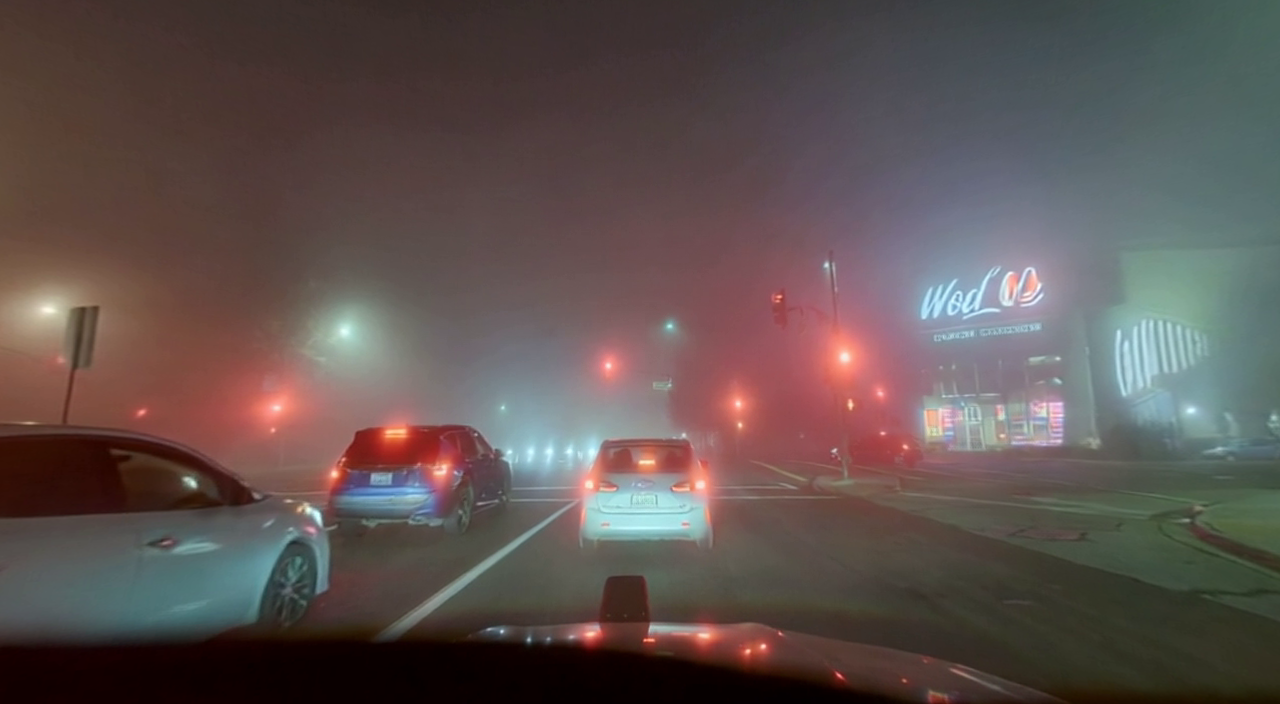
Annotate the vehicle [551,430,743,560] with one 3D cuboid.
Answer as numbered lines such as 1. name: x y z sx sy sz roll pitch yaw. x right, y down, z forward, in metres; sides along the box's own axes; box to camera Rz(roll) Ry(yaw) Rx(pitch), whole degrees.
1. vehicle: 0.166 1.972 9.461 2.258 1.507 3.896 -1 -8 3

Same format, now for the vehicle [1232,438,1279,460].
1. vehicle: 43.608 6.633 42.965 4.582 1.442 1.860 0 -8 -2

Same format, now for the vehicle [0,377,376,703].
1. vehicle: -3.328 0.994 3.197 2.029 1.517 4.375 0 -8 1

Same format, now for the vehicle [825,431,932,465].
1. vehicle: 12.959 5.248 34.525 5.032 1.762 1.982 0 -8 0

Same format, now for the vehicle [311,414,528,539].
1. vehicle: -3.440 2.042 10.891 2.009 1.704 4.230 -1 -8 3
